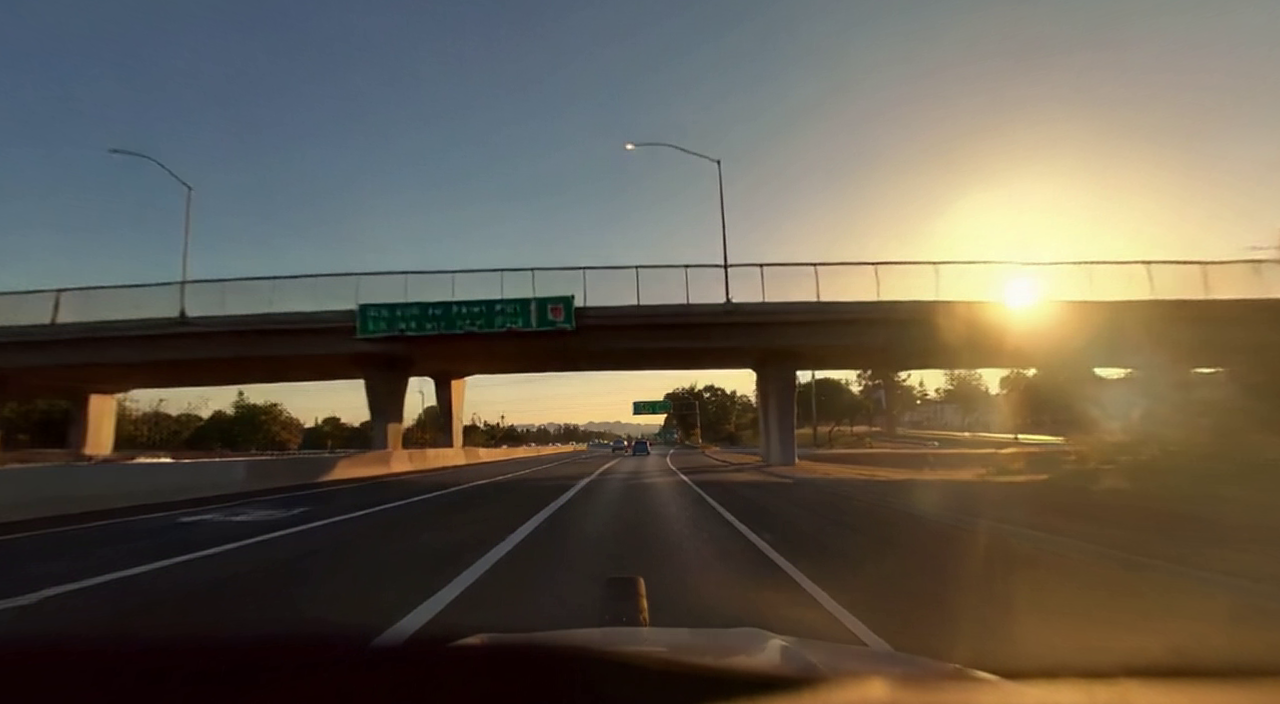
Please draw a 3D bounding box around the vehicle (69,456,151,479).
[{"bbox_3d":[-39.703,8.656,47.415,1.895,1.540,4.839,0,-8,1],"label":"vehicle"}]
